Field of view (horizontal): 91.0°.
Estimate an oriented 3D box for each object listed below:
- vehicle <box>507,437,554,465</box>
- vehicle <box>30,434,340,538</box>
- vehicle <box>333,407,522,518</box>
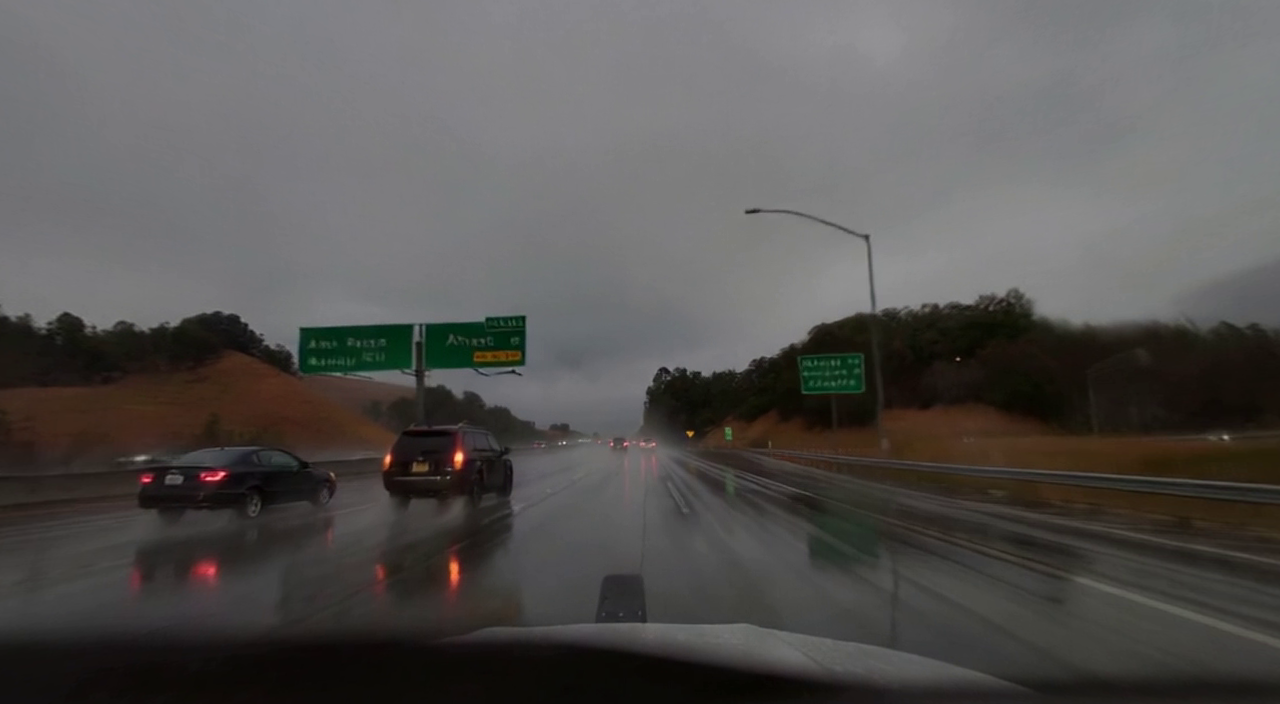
[{"bbox_3d":[-6.895,6.322,40.188,2.069,1.636,4.483,-1,-9,2],"label":"vehicle"},{"bbox_3d":[-7.866,2.338,11.736,1.984,1.508,4.935,-1,-9,2],"label":"vehicle"},{"bbox_3d":[-4.265,2.348,13.744,2.219,1.947,4.924,-1,-9,2],"label":"vehicle"}]
